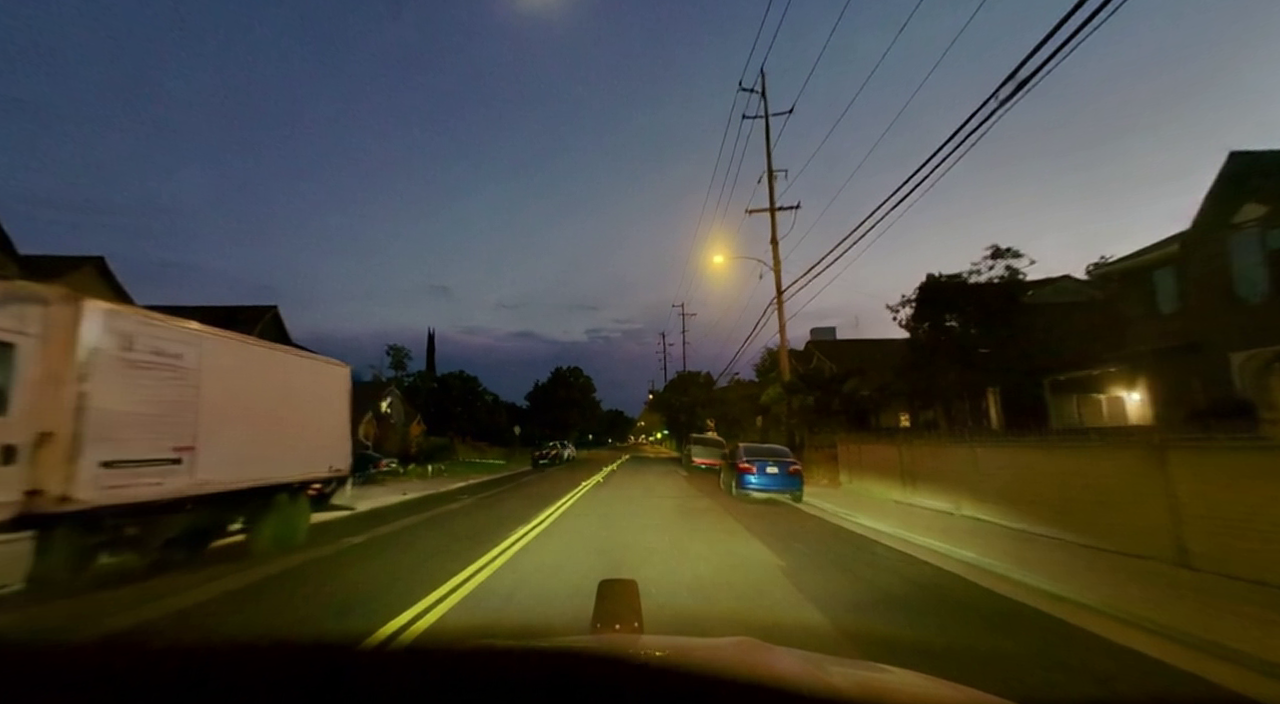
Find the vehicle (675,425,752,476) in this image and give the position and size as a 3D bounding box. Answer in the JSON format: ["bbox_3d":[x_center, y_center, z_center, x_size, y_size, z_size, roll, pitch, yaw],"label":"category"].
[{"bbox_3d":[3.003,4.237,27.451,2.496,1.895,6.434,0,-8,-1],"label":"vehicle"}]

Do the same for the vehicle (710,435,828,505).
[{"bbox_3d":[3.021,2.872,15.984,1.890,1.463,4.952,0,-8,-1],"label":"vehicle"}]

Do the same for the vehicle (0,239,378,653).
[{"bbox_3d":[-6.471,1.087,7.544,3.197,3.187,7.847,-3,-7,2],"label":"vehicle"}]

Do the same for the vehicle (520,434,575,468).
[{"bbox_3d":[-5.855,6.352,40.724,2.427,1.998,5.239,-1,-8,4],"label":"vehicle"}]
